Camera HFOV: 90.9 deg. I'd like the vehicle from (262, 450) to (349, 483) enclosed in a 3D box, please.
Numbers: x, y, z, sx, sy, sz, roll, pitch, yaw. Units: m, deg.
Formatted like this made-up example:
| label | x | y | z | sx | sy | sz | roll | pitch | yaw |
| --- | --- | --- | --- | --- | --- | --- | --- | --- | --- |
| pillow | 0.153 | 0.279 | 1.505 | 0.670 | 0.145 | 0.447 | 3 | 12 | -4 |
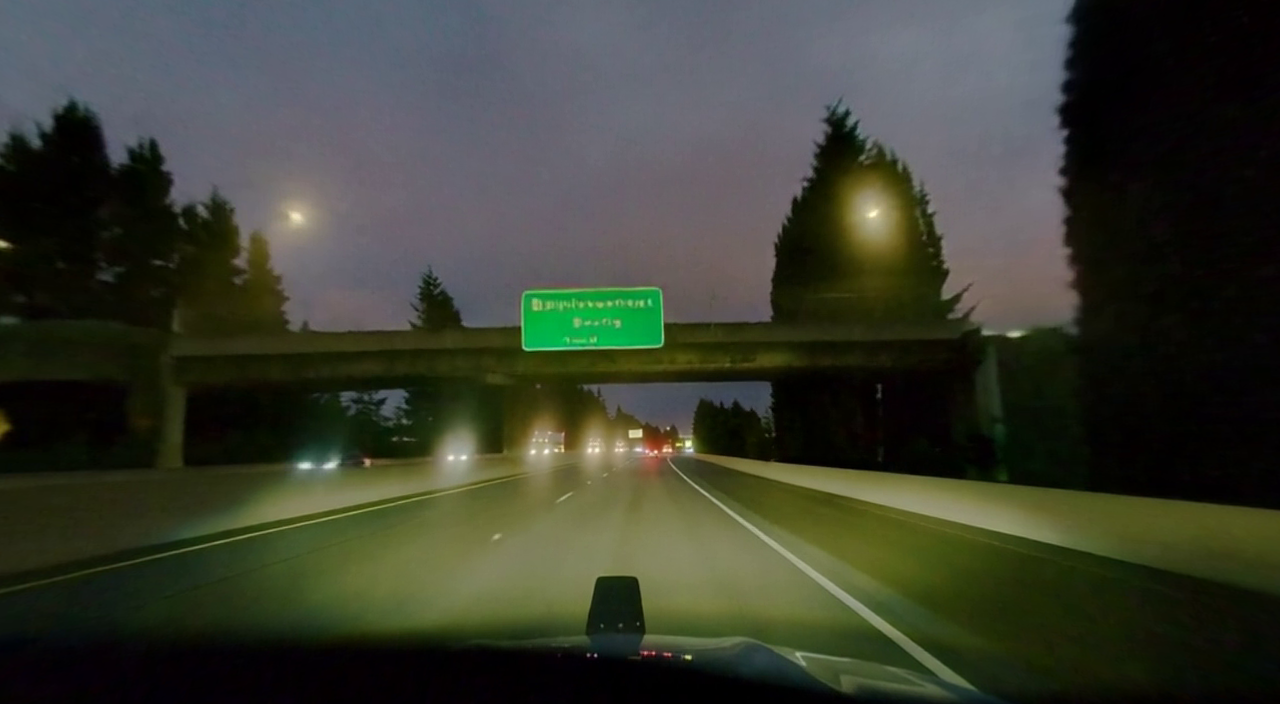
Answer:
| label | x | y | z | sx | sy | sz | roll | pitch | yaw |
| --- | --- | --- | --- | --- | --- | --- | --- | --- | --- |
| vehicle | -16.544 | 5.658 | 31.483 | 1.797 | 1.497 | 4.652 | 0 | -9 | 0 |
